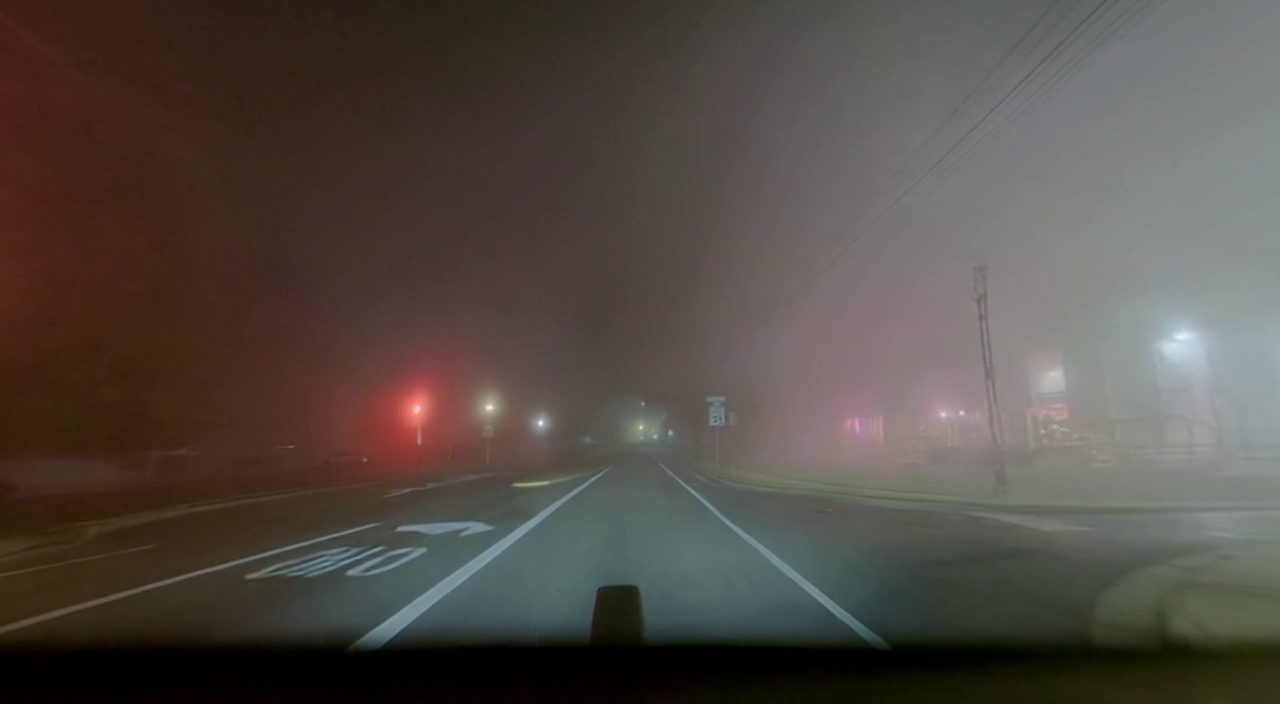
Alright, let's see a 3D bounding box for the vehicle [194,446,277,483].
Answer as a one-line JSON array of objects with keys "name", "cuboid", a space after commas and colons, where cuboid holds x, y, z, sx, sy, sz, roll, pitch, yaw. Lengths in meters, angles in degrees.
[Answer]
[{"name": "vehicle", "cuboid": [-17.489, 4.843, 27.541, 2.061, 1.475, 4.357, 3, -9, -20]}]
